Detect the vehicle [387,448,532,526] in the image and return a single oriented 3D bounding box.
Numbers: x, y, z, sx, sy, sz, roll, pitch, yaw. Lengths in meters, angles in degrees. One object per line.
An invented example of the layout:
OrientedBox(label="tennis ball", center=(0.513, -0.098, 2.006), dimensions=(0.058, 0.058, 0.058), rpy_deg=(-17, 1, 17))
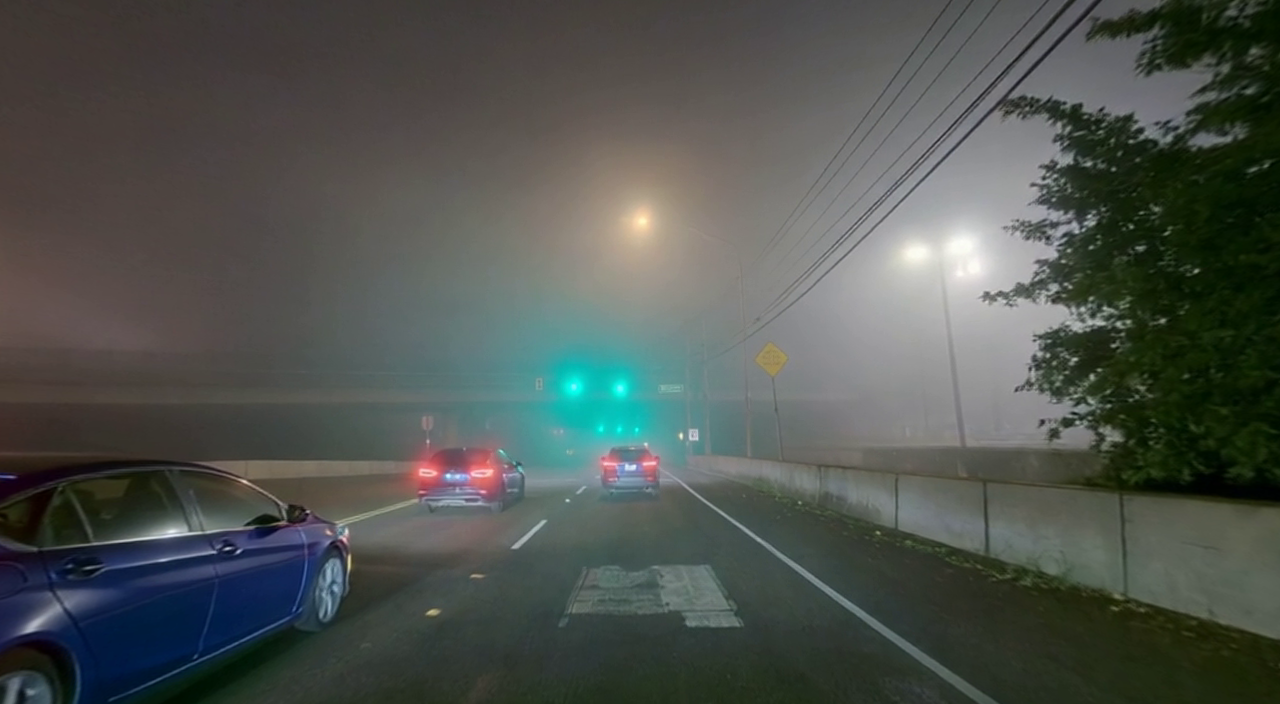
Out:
OrientedBox(label="vehicle", center=(-3.748, 2.851, 13.975), dimensions=(1.946, 1.437, 4.154), rpy_deg=(0, -9, 0))

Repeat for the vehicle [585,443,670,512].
OrientedBox(label="vehicle", center=(-0.312, 3.208, 16.683), dimensions=(1.985, 1.565, 3.968), rpy_deg=(0, -9, -1))
